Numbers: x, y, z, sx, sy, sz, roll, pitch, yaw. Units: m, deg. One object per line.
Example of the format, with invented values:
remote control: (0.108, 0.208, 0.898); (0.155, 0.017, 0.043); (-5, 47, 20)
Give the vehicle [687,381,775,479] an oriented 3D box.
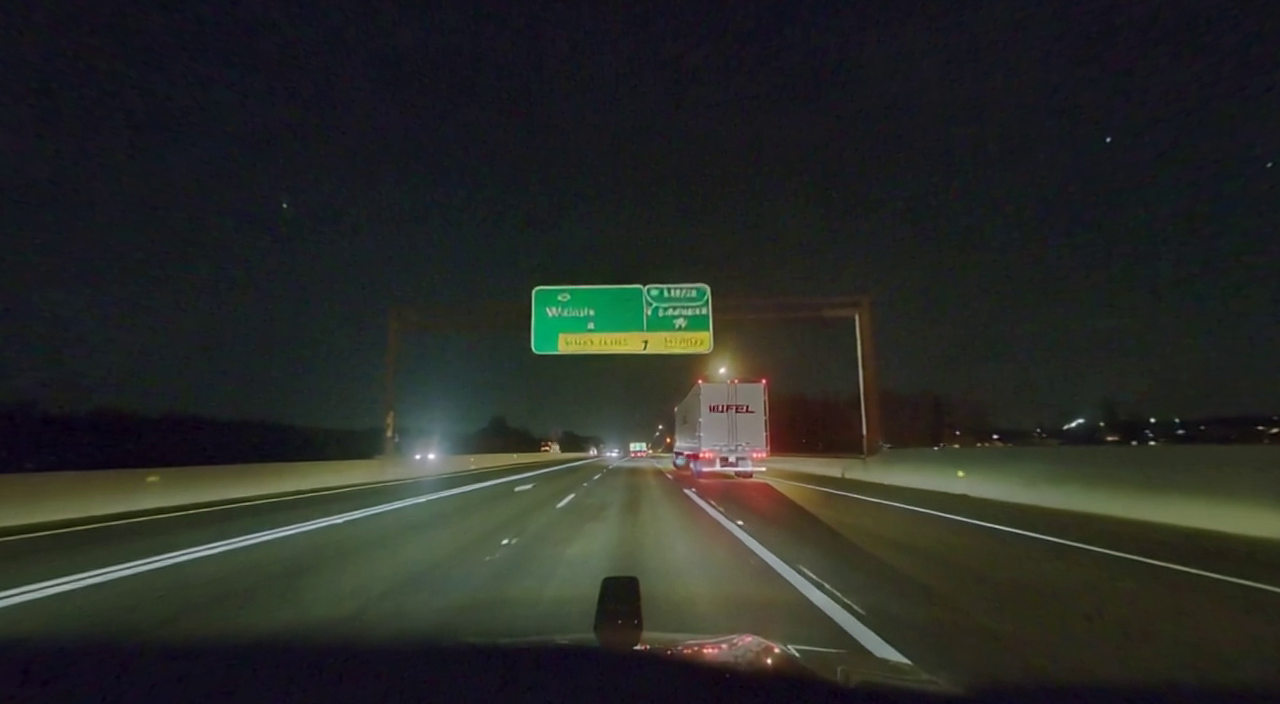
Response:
vehicle: (4.076, 3.904, 30.269); (2.869, 4.013, 8.610); (0, -9, 0)
